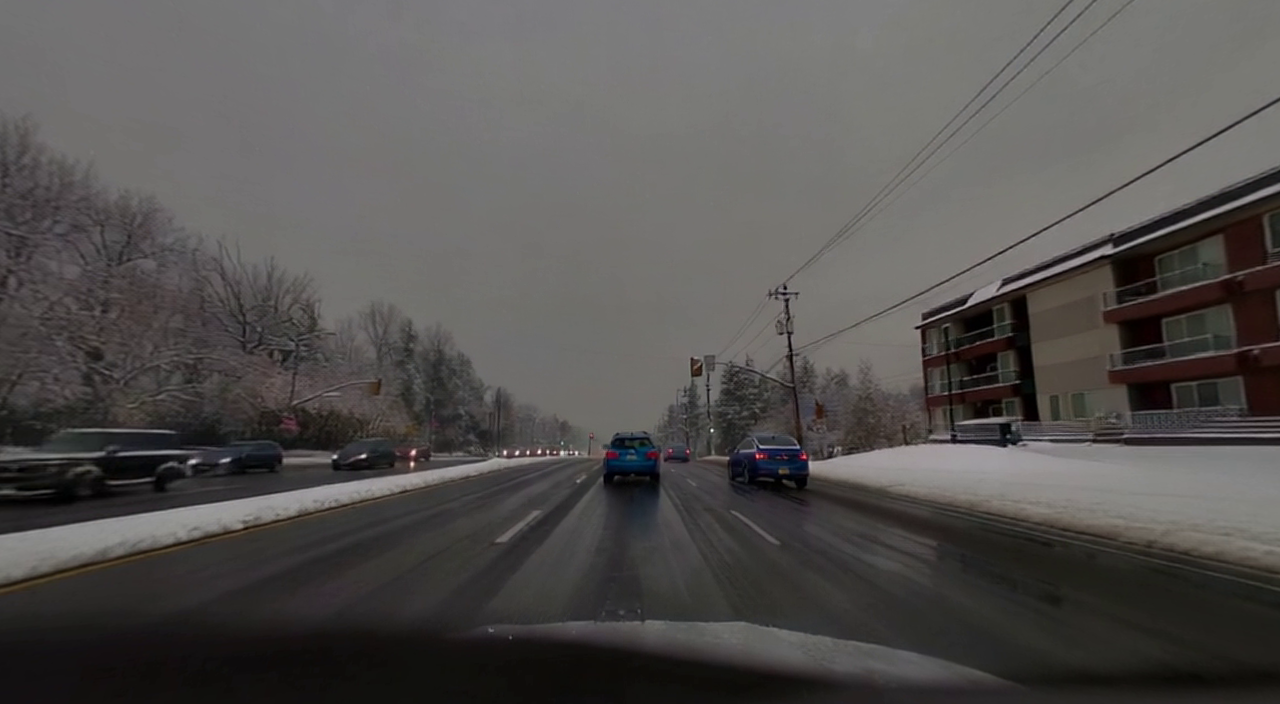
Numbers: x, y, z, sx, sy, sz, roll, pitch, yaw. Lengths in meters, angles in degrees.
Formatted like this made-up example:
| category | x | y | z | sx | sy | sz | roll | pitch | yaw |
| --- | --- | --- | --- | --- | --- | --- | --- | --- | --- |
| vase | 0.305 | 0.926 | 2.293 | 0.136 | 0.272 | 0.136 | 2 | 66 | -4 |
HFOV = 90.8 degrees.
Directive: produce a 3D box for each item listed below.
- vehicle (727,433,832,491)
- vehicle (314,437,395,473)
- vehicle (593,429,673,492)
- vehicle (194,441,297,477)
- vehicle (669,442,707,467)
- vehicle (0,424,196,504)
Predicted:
| category | x | y | z | sx | sy | sz | roll | pitch | yaw |
| --- | --- | --- | --- | --- | --- | --- | --- | --- | --- |
| vehicle | 4.076 | 3.285 | 19.273 | 2.086 | 1.534 | 4.351 | 0 | -8 | -2 |
| vehicle | -14.390 | 5.194 | 32.194 | 2.064 | 1.676 | 4.332 | -1 | -8 | 0 |
| vehicle | -0.229 | 3.096 | 18.398 | 2.073 | 1.606 | 3.933 | 0 | -8 | -1 |
| vehicle | -17.841 | 4.819 | 28.858 | 1.826 | 1.482 | 4.561 | 0 | -8 | -1 |
| vehicle | 3.082 | 6.678 | 41.354 | 2.054 | 1.461 | 4.321 | 0 | -8 | -1 |
| vehicle | -14.037 | 2.785 | 16.200 | 2.064 | 1.745 | 4.495 | 0 | -8 | -1 |
